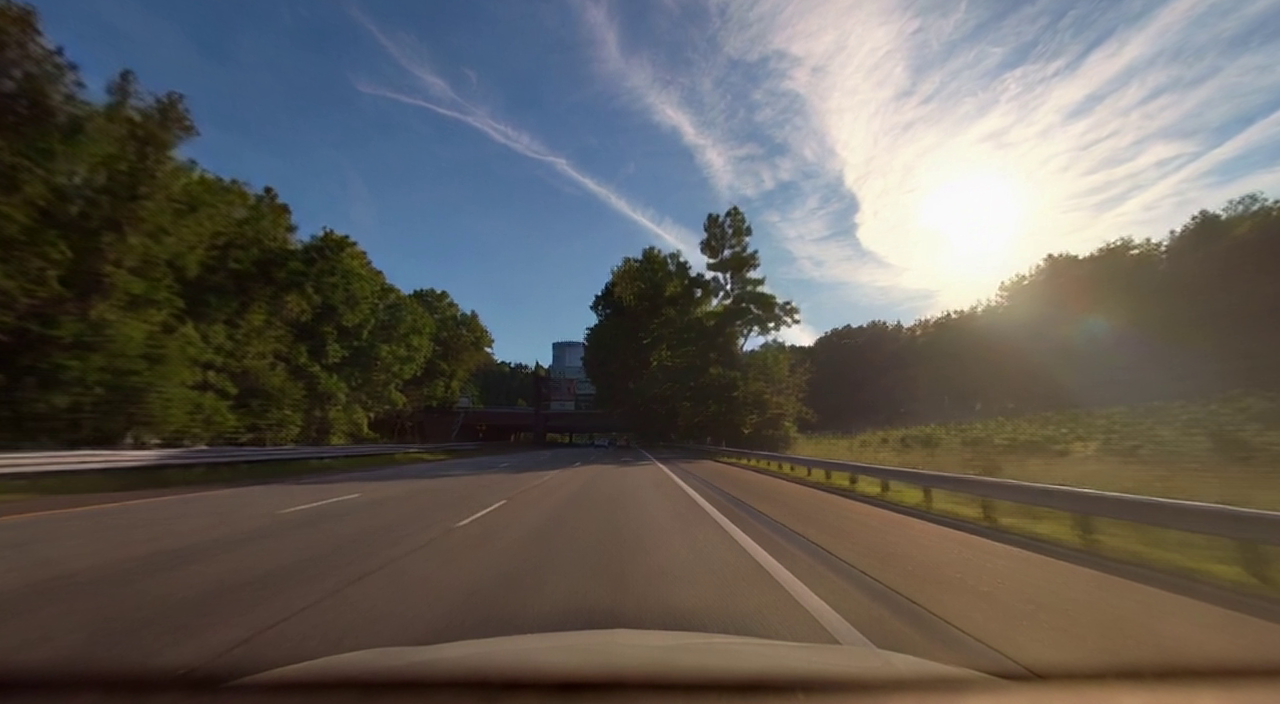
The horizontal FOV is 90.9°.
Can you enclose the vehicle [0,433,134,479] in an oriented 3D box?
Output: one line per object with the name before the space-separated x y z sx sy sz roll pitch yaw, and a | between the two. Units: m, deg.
vehicle | -20.853 3.657 22.590 1.860 1.477 4.364 0 -8 -1
